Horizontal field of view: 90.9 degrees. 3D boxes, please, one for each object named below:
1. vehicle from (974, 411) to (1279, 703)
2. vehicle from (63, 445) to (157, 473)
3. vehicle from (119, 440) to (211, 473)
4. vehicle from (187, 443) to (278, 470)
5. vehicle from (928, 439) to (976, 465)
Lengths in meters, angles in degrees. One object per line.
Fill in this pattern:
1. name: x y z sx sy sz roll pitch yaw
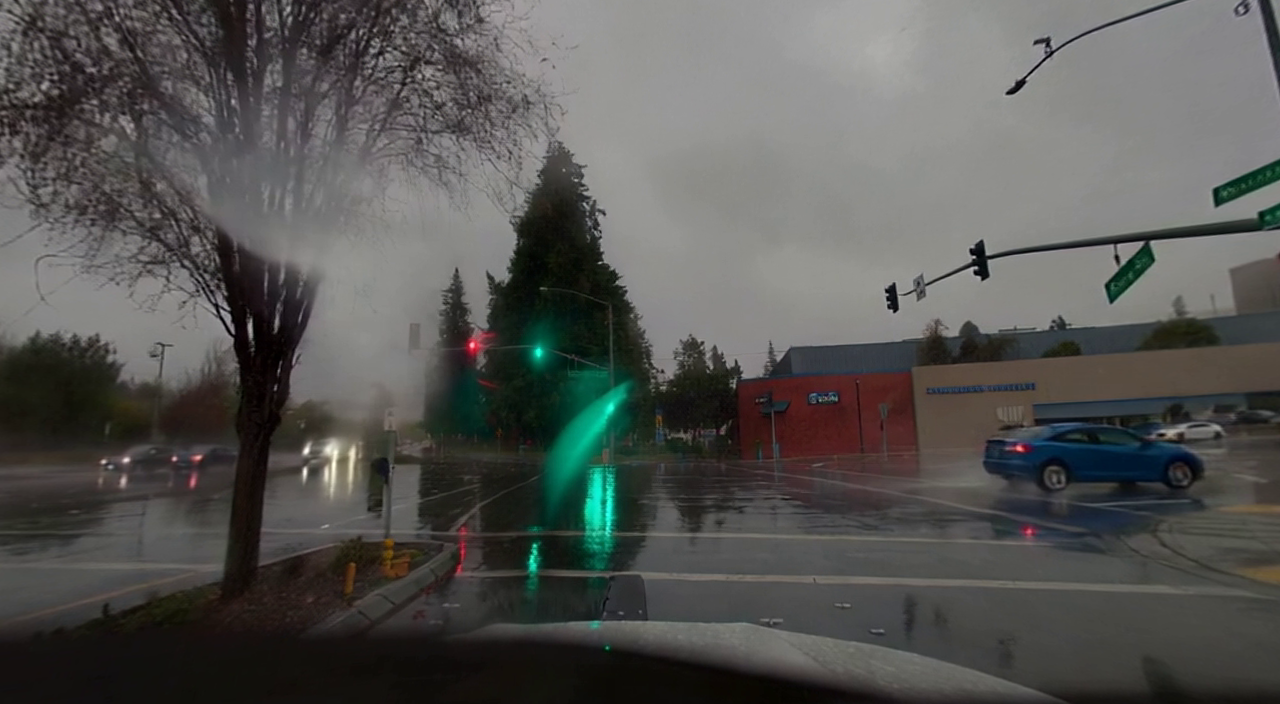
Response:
1. vehicle: 4.112 1.070 3.303 1.940 1.487 4.562 0 -8 -4
2. vehicle: -34.006 6.856 40.648 2.079 1.681 4.675 0 -8 -1
3. vehicle: -27.002 5.938 36.057 1.886 1.694 4.420 0 -8 -2
4. vehicle: -22.978 5.894 35.806 2.206 1.447 4.697 0 -8 -2
5. vehicle: 19.250 6.142 39.048 1.930 1.492 4.703 -3 -9 18
